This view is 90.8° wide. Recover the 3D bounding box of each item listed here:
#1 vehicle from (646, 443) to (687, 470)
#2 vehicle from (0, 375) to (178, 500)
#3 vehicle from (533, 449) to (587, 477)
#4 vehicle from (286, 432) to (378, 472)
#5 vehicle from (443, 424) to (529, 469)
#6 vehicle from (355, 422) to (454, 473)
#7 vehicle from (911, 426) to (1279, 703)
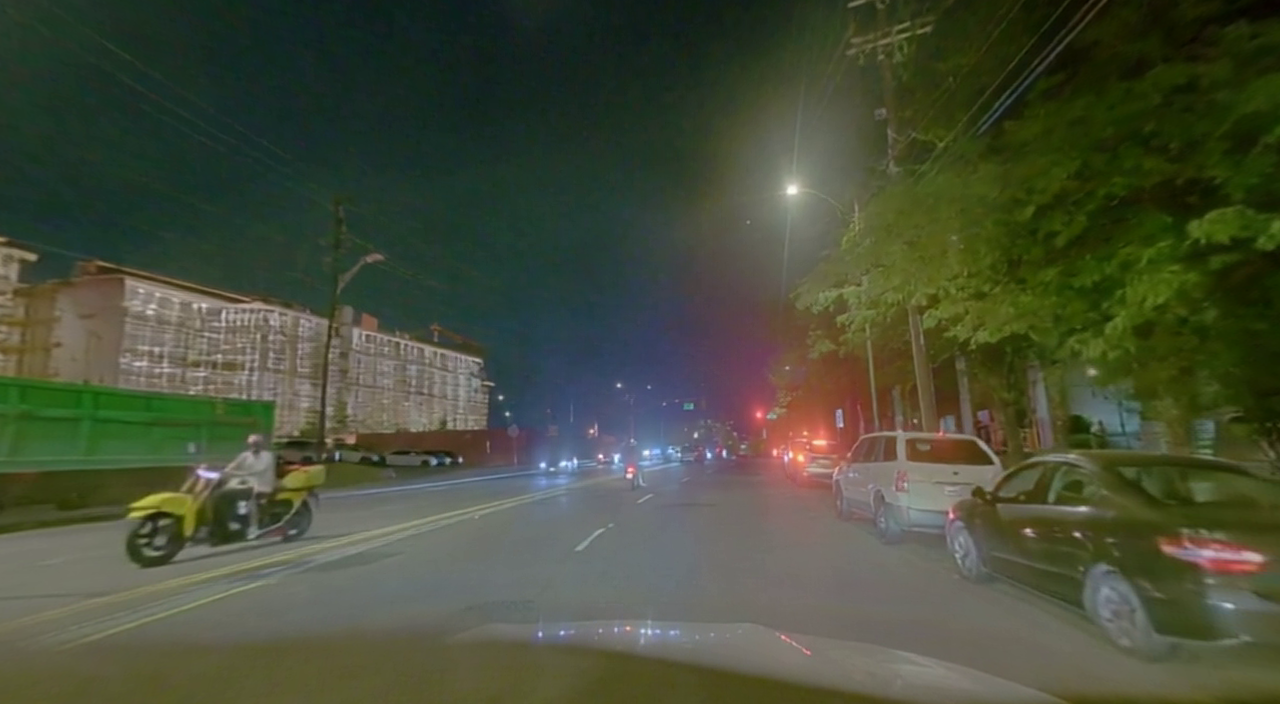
[{"bbox_3d":[1.760,6.683,40.601,1.925,1.602,4.090,-2,-9,12],"label":"vehicle"},{"bbox_3d":[-19.918,2.062,15.207,3.442,3.445,16.952,-2,-8,6],"label":"vehicle"},{"bbox_3d":[-4.949,6.917,39.644,1.905,1.536,4.714,-2,-9,12],"label":"vehicle"},{"bbox_3d":[-23.722,7.717,49.076,2.933,2.907,6.416,-3,-8,13],"label":"vehicle"},{"bbox_3d":[-11.636,7.309,48.897,2.990,3.144,9.080,-2,-9,10],"label":"vehicle"},{"bbox_3d":[-17.586,7.220,48.126,3.283,3.441,8.669,-3,-8,8],"label":"vehicle"},{"bbox_3d":[3.976,1.396,5.078,1.826,1.469,4.608,-1,-8,4],"label":"vehicle"}]
